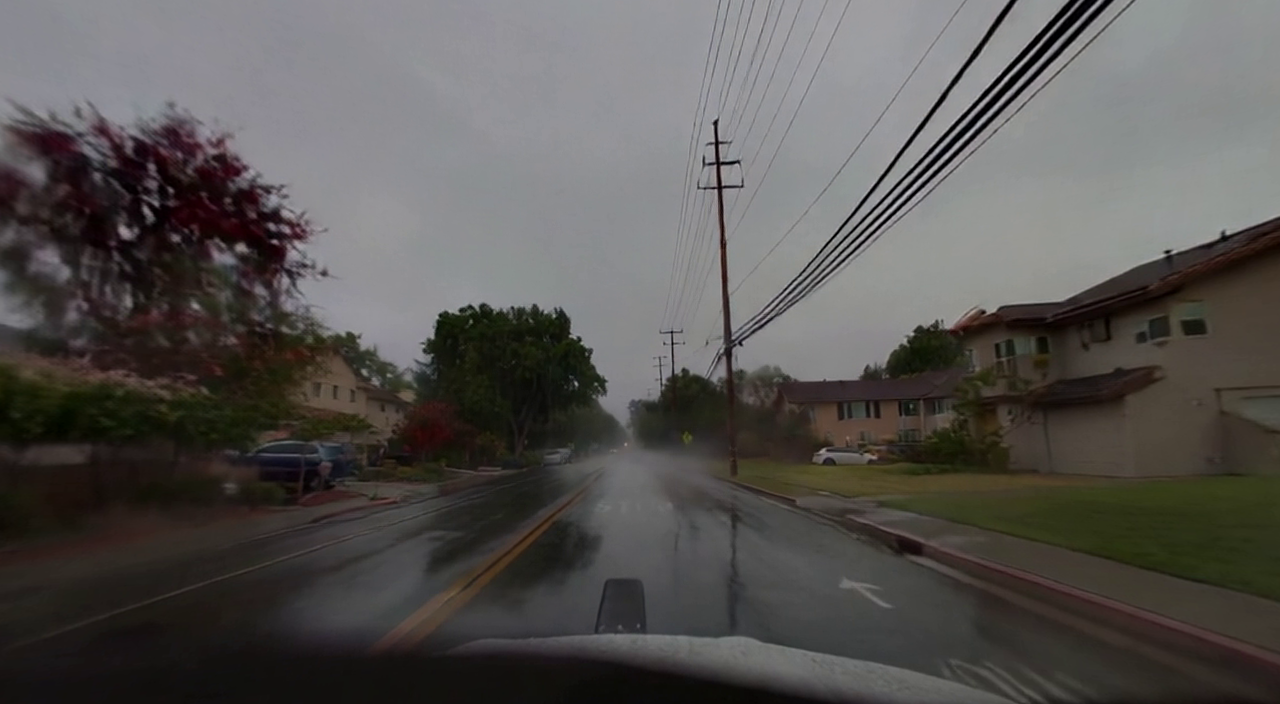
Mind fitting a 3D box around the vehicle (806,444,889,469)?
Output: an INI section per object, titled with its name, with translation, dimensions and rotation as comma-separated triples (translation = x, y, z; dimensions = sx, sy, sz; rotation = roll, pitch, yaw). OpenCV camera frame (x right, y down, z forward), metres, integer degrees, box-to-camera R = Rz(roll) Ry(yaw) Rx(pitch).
[vehicle]
translation = 13.561, 6.834, 41.382
dimensions = 4.624, 1.420, 2.045
rotation = -1, -9, -6
